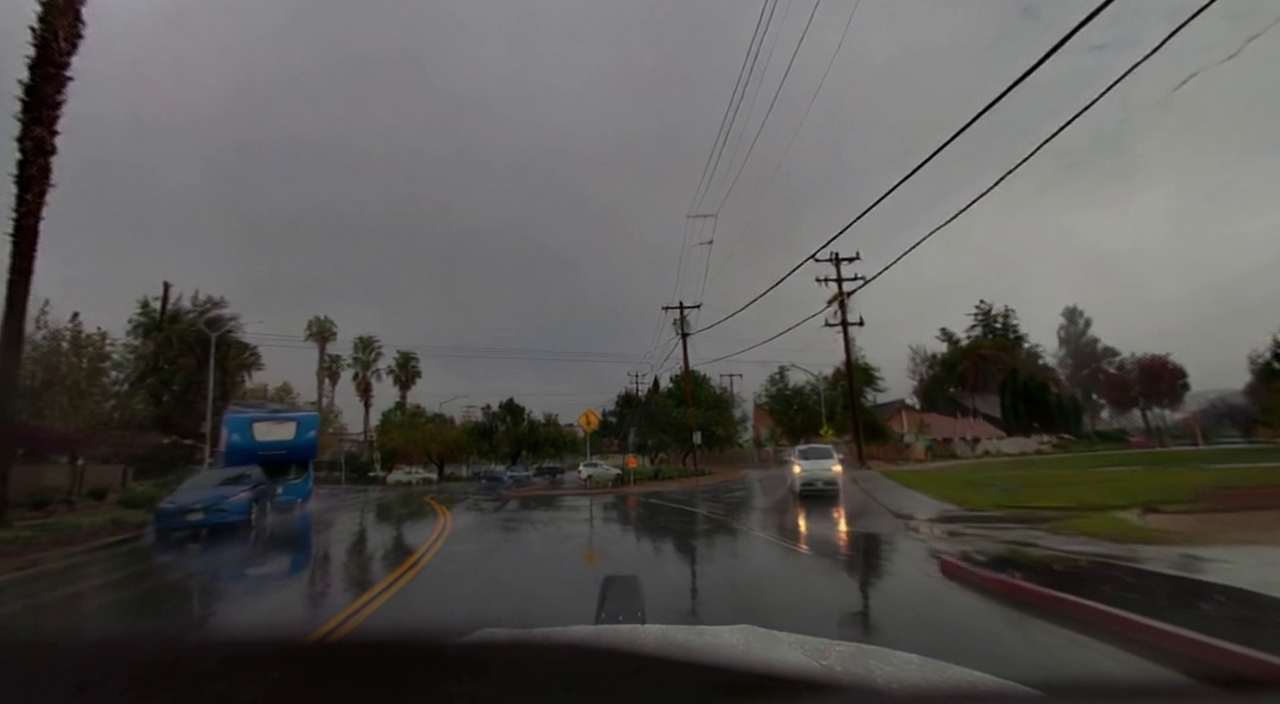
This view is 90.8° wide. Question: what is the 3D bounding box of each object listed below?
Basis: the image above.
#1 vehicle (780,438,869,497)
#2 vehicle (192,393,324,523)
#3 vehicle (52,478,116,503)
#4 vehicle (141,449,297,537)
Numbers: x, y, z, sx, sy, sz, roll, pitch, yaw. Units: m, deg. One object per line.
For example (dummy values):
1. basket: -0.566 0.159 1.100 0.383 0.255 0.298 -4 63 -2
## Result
1. vehicle: 6.858 4.269 24.244 2.508 1.887 5.930 -1 -7 9
2. vehicle: -14.391 3.769 24.008 3.216 3.720 11.364 4 -8 -31
3. vehicle: -39.936 9.930 45.355 3.837 1.431 1.754 -3 -7 20
4. vehicle: -9.912 3.241 15.368 2.103 1.599 4.865 3 -8 -22
